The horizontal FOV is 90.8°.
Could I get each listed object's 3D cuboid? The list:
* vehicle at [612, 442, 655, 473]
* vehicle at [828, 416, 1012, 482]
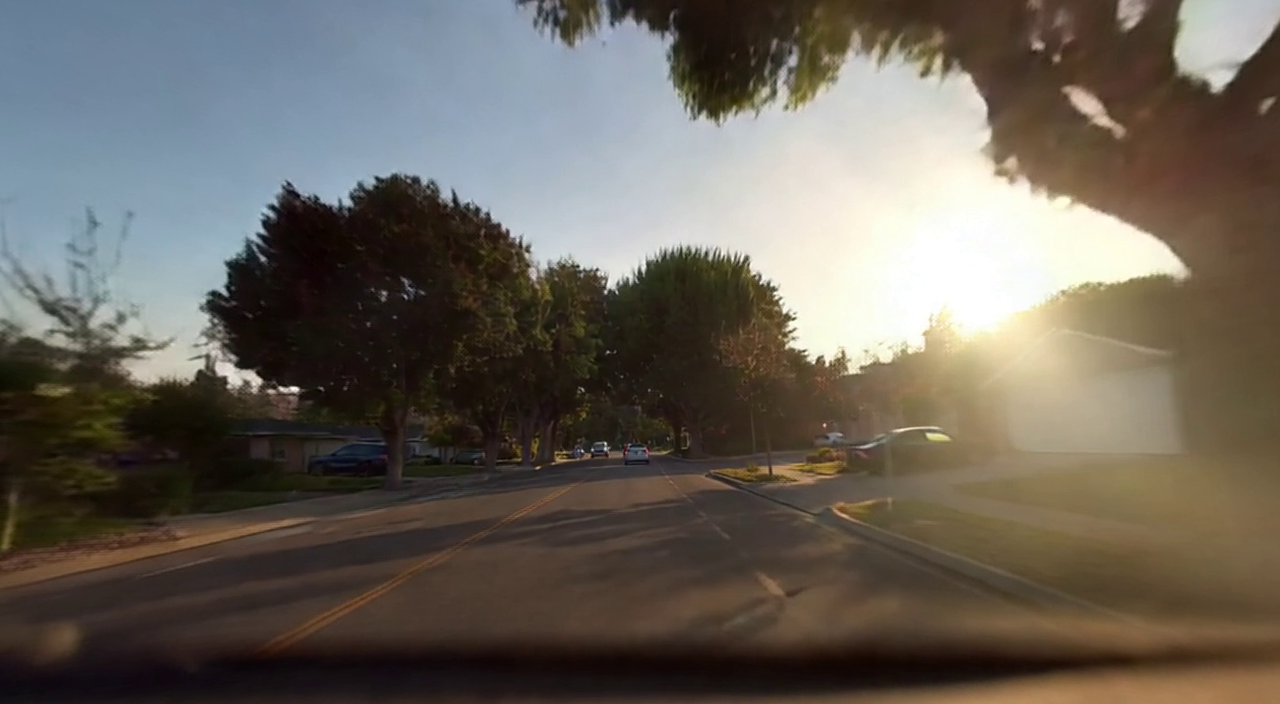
[{"bbox_3d":[-0.307,5.425,32.808,2.098,1.483,4.099,0,-9,0],"label":"vehicle"},{"bbox_3d":[8.700,3.028,19.956,4.740,1.467,2.074,-6,-8,-3],"label":"vehicle"}]
